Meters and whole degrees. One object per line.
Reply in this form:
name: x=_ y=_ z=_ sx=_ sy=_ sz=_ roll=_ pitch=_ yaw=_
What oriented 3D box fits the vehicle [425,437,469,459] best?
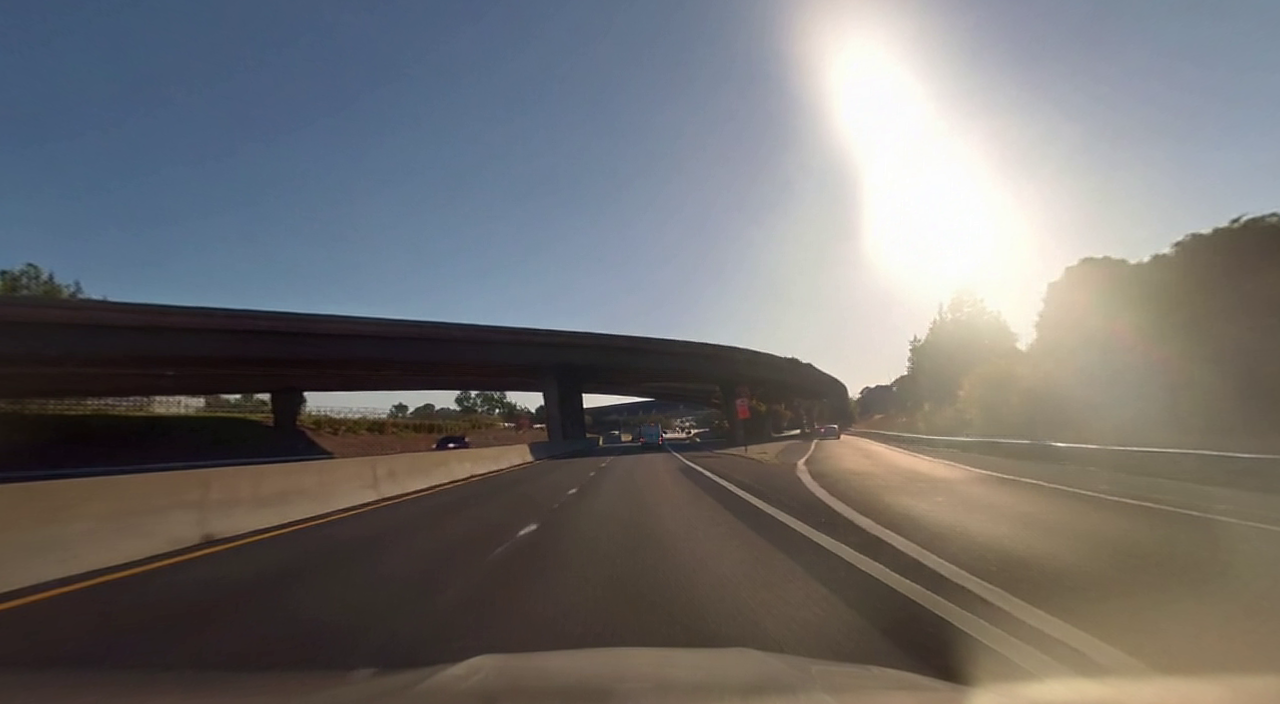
vehicle: x=-13.746 y=6.828 z=44.979 sx=1.828 sy=1.495 sz=4.024 roll=0 pitch=-8 yaw=1
